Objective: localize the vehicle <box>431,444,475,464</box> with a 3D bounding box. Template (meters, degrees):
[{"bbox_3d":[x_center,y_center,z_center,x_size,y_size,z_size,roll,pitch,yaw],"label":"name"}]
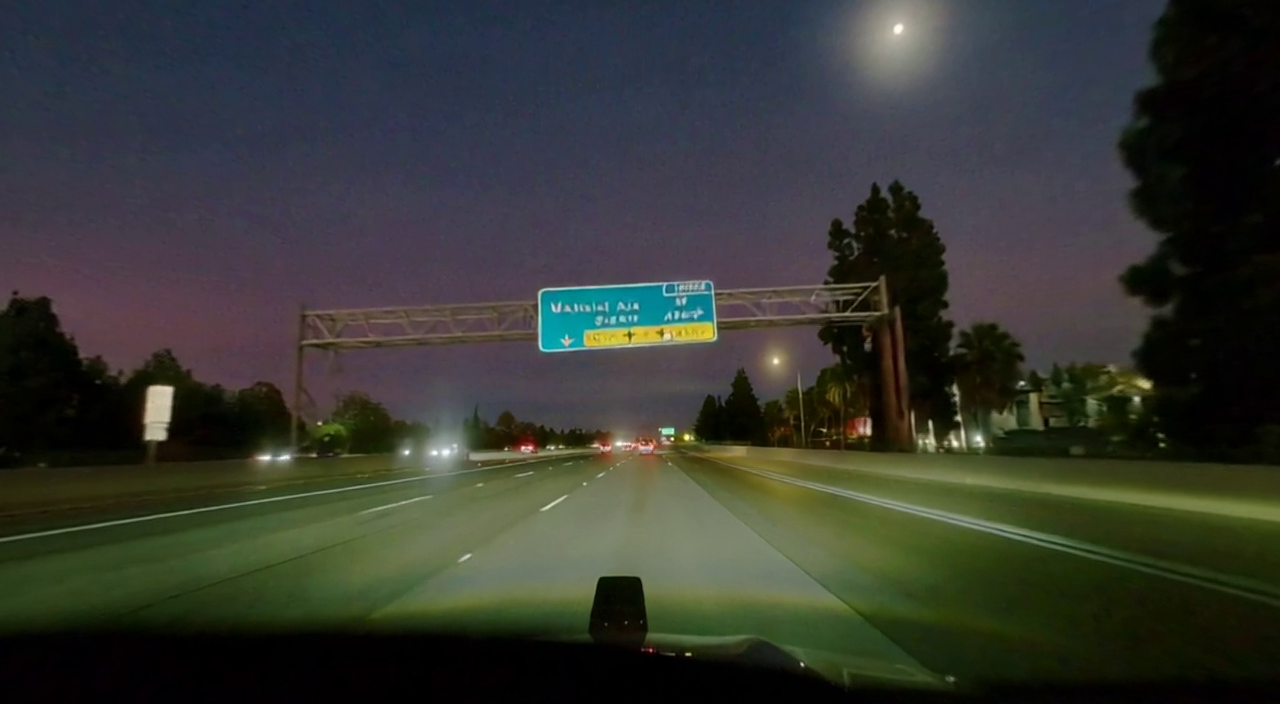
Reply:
[{"bbox_3d":[-14.166,7.718,48.014,1.818,1.377,4.419,-1,-8,2],"label":"vehicle"}]
